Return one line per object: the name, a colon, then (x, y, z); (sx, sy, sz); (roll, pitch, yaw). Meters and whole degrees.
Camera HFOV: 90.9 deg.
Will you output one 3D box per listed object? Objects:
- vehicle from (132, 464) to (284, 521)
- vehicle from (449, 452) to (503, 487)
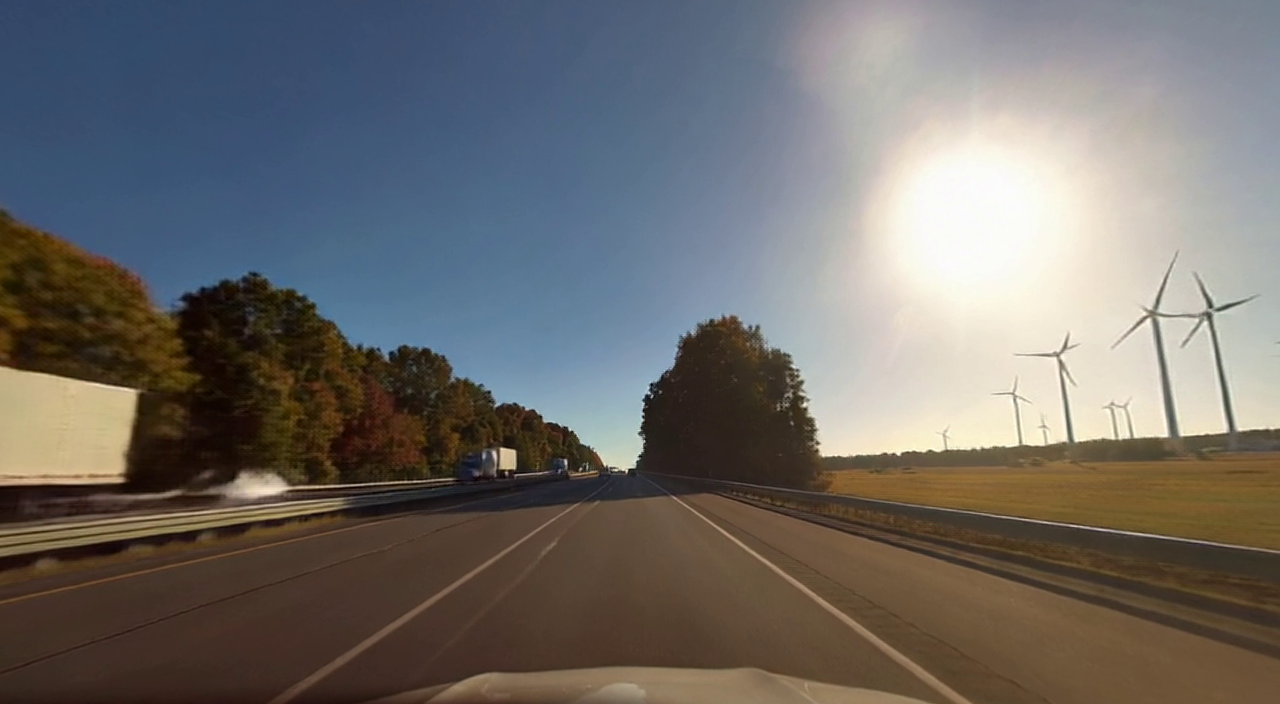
vehicle: (-12.479, 4.069, 18.566); (1.700, 1.451, 4.000); (1, -10, -2)
vehicle: (-12.033, 8.696, 46.748); (2.421, 2.406, 5.665); (1, -10, 0)
